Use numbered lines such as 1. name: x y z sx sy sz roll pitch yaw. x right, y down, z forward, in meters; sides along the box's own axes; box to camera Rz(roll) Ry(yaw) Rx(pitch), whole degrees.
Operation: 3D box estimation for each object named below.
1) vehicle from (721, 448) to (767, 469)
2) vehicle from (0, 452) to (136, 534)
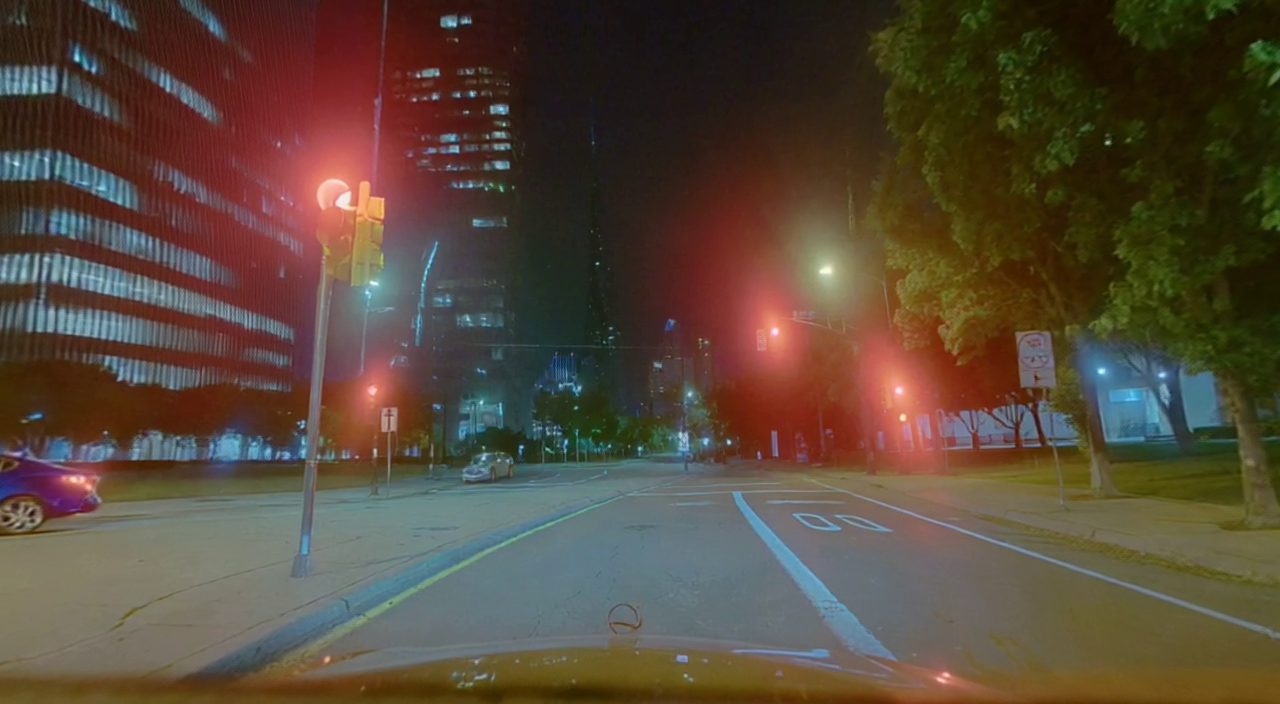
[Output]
1. vehicle: 7.878 8.119 48.412 1.829 1.440 4.384 2 -9 -14
2. vehicle: -12.854 2.714 12.274 4.598 1.490 1.816 7 -11 -40
